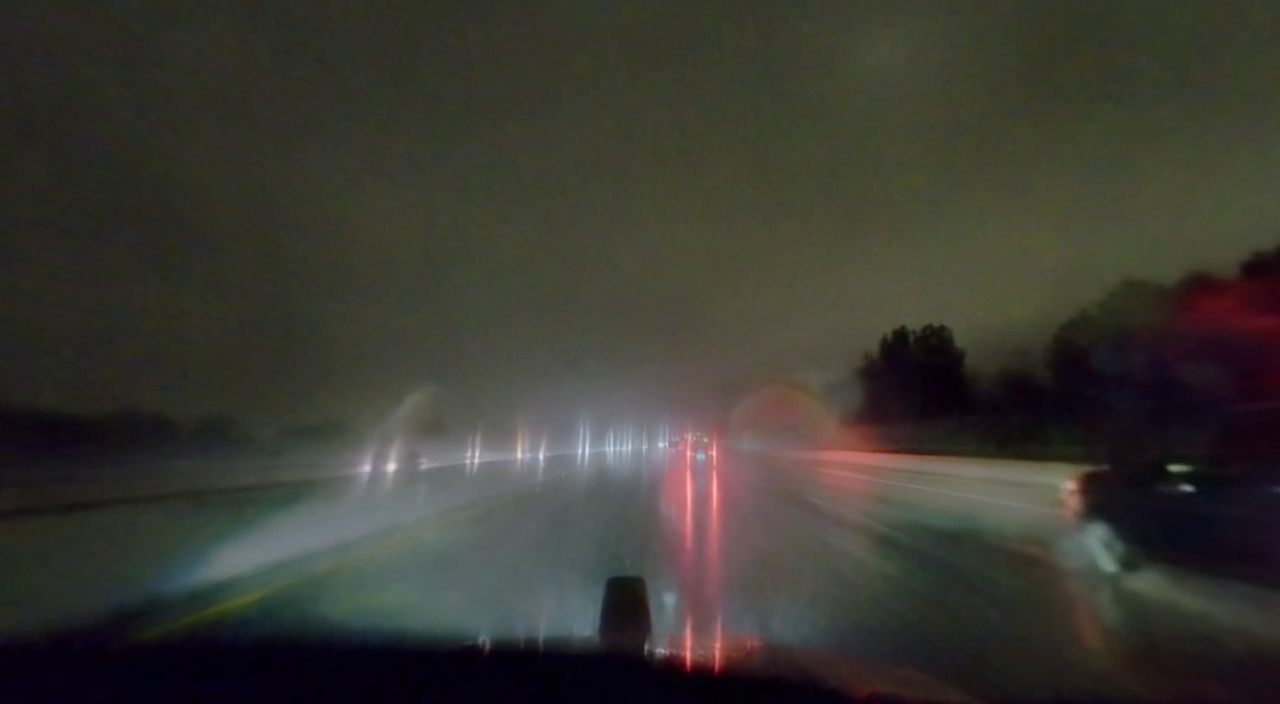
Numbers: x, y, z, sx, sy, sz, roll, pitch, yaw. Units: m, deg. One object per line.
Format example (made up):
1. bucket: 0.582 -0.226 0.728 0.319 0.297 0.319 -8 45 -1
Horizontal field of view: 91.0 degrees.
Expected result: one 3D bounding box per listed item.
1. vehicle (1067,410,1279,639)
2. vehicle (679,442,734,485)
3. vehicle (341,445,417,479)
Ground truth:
1. vehicle: 5.292 1.184 4.329 1.770 1.566 4.282 0 -8 2
2. vehicle: 2.325 3.969 22.764 1.683 1.400 3.868 -1 -8 2
3. vehicle: -13.610 5.731 33.086 1.960 1.608 4.315 -1 -8 3
